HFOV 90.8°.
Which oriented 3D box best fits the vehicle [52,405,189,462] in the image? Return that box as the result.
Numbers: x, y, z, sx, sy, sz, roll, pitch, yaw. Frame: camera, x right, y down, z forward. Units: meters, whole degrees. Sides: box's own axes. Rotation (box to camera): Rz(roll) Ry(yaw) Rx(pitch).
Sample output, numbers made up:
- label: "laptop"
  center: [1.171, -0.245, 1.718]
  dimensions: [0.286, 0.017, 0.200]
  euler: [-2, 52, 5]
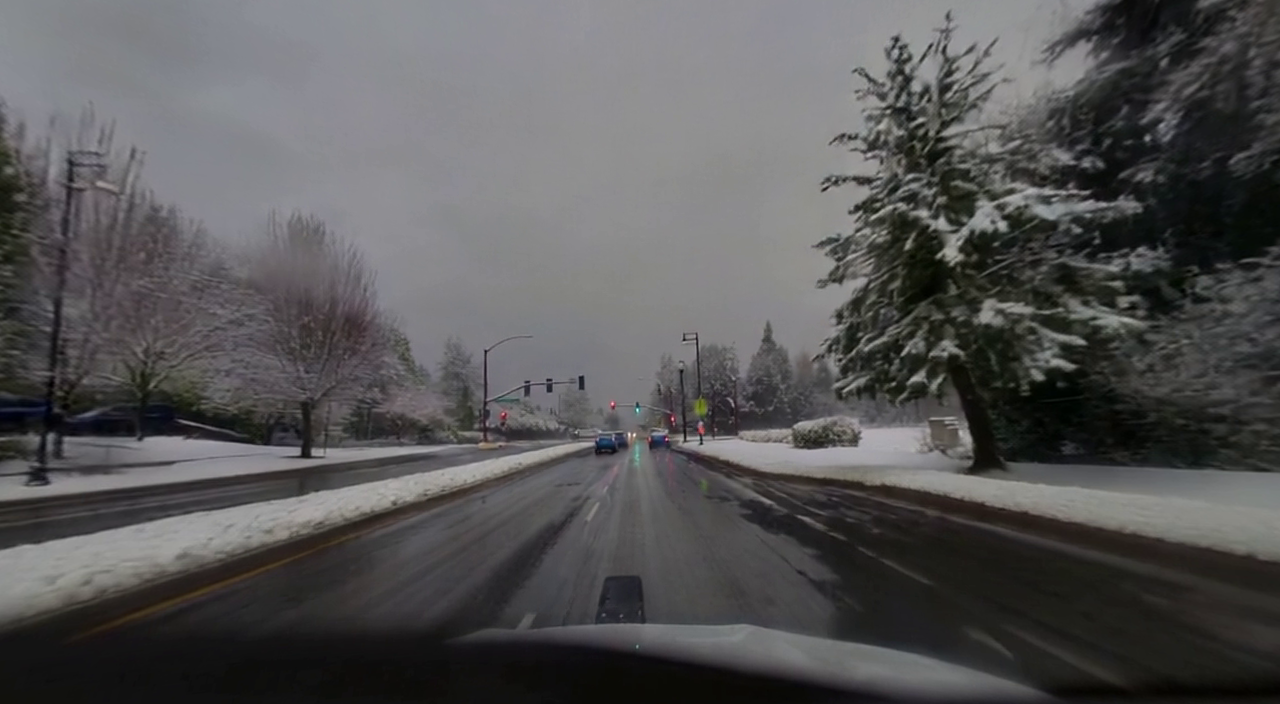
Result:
- label: "vehicle"
  center: [-33.530, 5.228, 40.735]
  dimensions: [9.036, 3.379, 2.893]
  euler: [-3, -8, 25]
